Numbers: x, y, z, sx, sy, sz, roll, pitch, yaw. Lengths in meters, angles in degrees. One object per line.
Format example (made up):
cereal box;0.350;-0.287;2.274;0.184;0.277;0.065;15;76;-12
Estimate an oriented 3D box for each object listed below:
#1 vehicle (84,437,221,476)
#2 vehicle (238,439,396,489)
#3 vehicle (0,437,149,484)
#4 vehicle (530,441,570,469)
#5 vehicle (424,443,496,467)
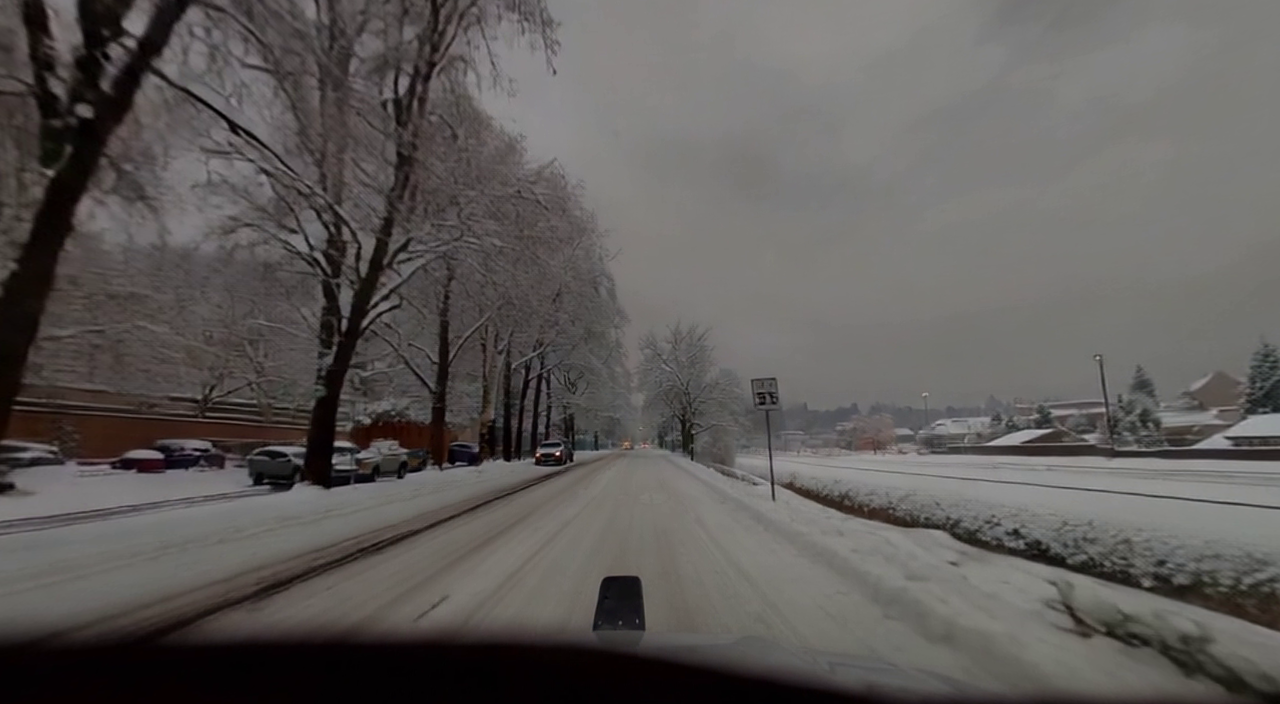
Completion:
vehicle;-26.133;5.581;34.027;5.348;1.967;2.358;0;-8;0
vehicle;-13.518;4.689;26.746;5.428;1.908;2.196;1;-8;0
vehicle;-25.549;4.839;28.434;5.181;1.935;2.056;0;-8;4
vehicle;-6.592;7.584;46.893;2.109;1.847;5.553;0;-7;0
vehicle;-14.092;8.099;49.672;4.991;1.692;1.960;2;-8;-2
